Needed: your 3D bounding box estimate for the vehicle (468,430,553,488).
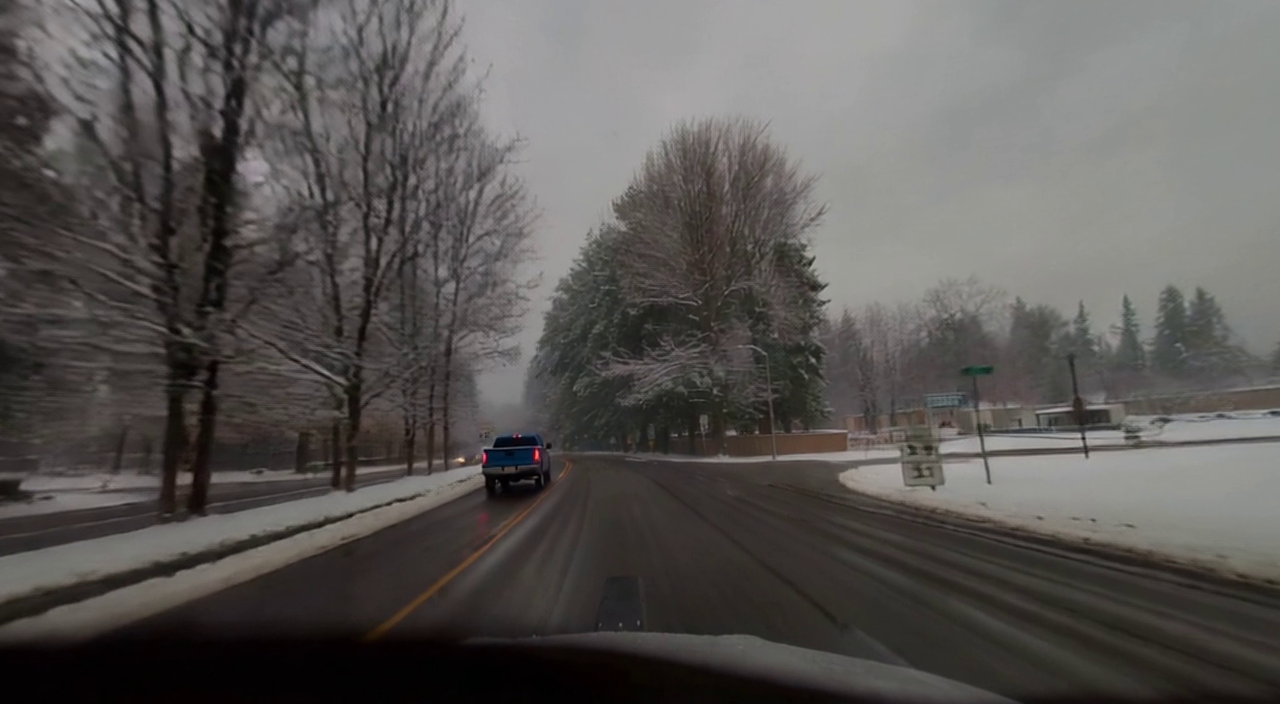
[{"bbox_3d":[-4.664,4.001,23.932,2.267,1.849,6.402,0,-9,-4],"label":"vehicle"}]
